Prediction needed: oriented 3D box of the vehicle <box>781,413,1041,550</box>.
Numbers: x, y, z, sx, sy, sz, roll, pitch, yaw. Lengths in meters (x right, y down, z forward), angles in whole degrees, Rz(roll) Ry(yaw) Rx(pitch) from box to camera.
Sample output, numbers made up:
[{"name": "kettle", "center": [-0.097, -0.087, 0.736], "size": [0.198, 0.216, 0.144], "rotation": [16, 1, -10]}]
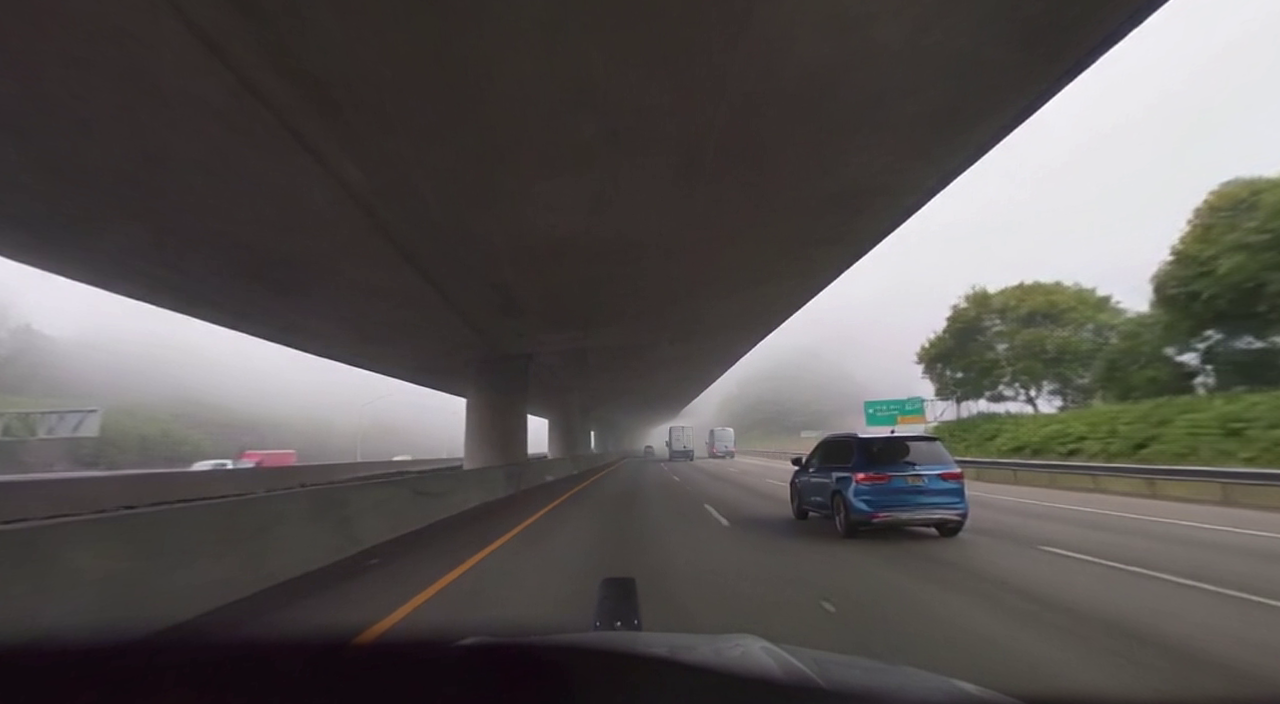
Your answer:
[{"name": "vehicle", "center": [3.924, 1.959, 10.208], "size": [2.148, 1.691, 4.443], "rotation": [0, -9, -1]}]
